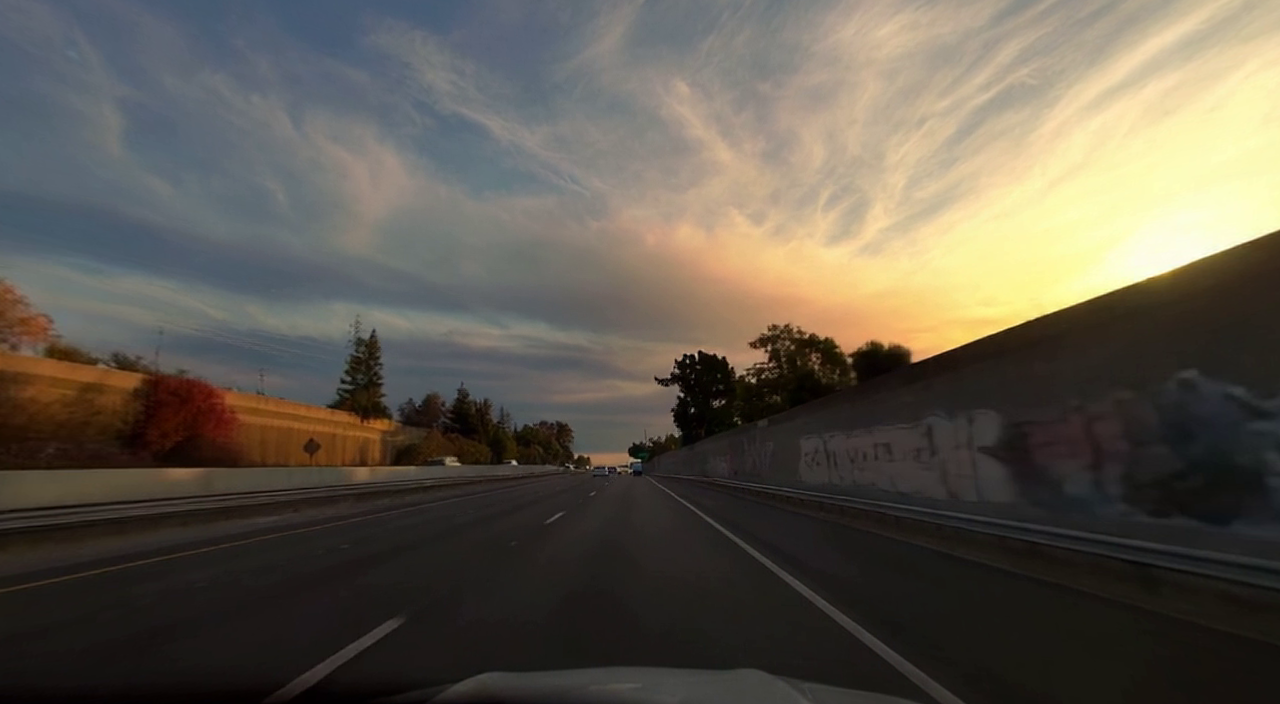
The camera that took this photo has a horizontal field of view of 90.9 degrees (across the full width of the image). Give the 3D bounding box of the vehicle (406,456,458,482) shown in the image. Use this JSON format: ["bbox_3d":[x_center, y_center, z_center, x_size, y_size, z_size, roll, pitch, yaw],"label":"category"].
[{"bbox_3d":[-13.279,7.514,40.466,1.929,1.496,4.012,1,-11,1],"label":"vehicle"}]
